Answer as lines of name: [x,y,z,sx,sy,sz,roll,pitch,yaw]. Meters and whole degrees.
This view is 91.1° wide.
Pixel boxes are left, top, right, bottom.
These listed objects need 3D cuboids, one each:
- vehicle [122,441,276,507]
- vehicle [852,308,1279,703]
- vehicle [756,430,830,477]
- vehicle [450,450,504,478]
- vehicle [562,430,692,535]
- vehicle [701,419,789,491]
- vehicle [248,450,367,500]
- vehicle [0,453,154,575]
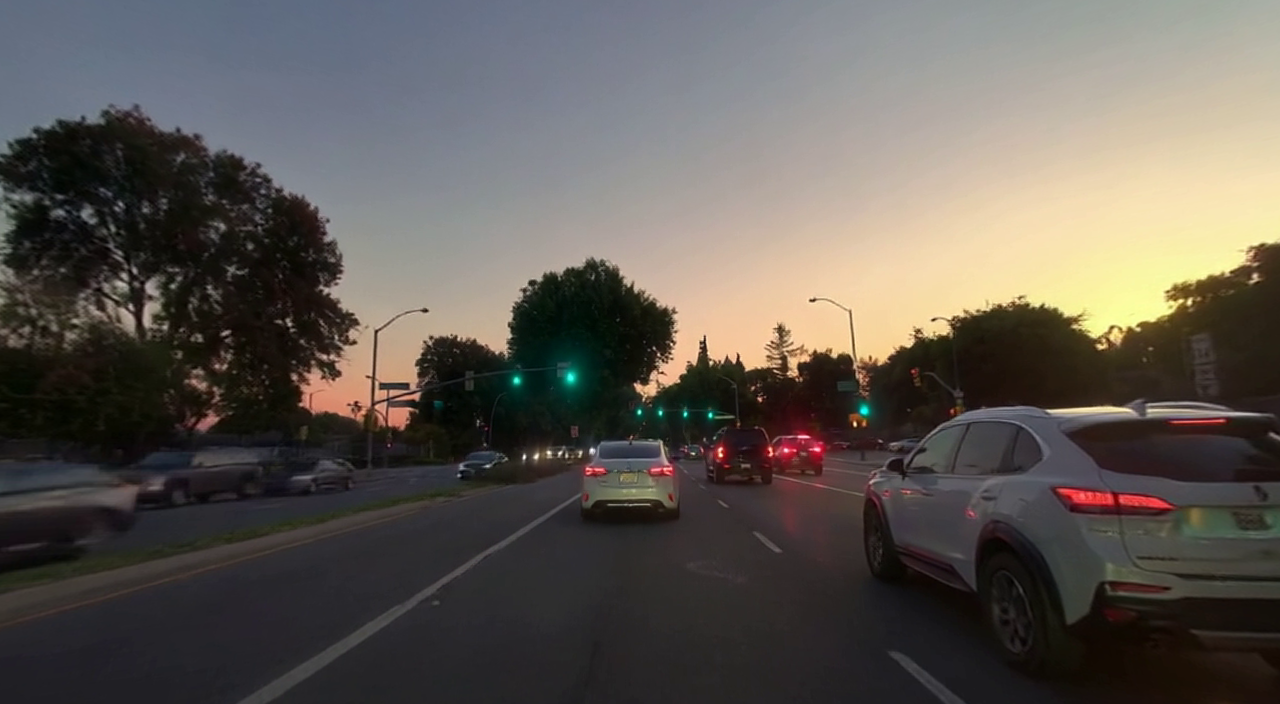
vehicle: [-15.976,4.369,23.179,2.040,2.152,4.854,0,-8,1]
vehicle: [3.399,1.078,4.936,1.982,1.960,4.427,0,-8,1]
vehicle: [7.901,5.270,33.025,2.627,2.252,5.236,0,-8,1]
vehicle: [-9.340,6.457,36.419,1.933,1.469,4.516,0,-8,0]
vehicle: [-0.175,2.411,12.291,2.111,1.676,4.018,0,-8,1]
vehicle: [3.955,4.008,24.800,2.516,2.481,5.766,0,-8,1]
vehicle: [-12.418,4.587,23.829,1.944,1.638,4.496,0,-8,1]
vehicle: [-9.150,2.121,8.243,2.050,1.498,4.238,0,-8,1]
